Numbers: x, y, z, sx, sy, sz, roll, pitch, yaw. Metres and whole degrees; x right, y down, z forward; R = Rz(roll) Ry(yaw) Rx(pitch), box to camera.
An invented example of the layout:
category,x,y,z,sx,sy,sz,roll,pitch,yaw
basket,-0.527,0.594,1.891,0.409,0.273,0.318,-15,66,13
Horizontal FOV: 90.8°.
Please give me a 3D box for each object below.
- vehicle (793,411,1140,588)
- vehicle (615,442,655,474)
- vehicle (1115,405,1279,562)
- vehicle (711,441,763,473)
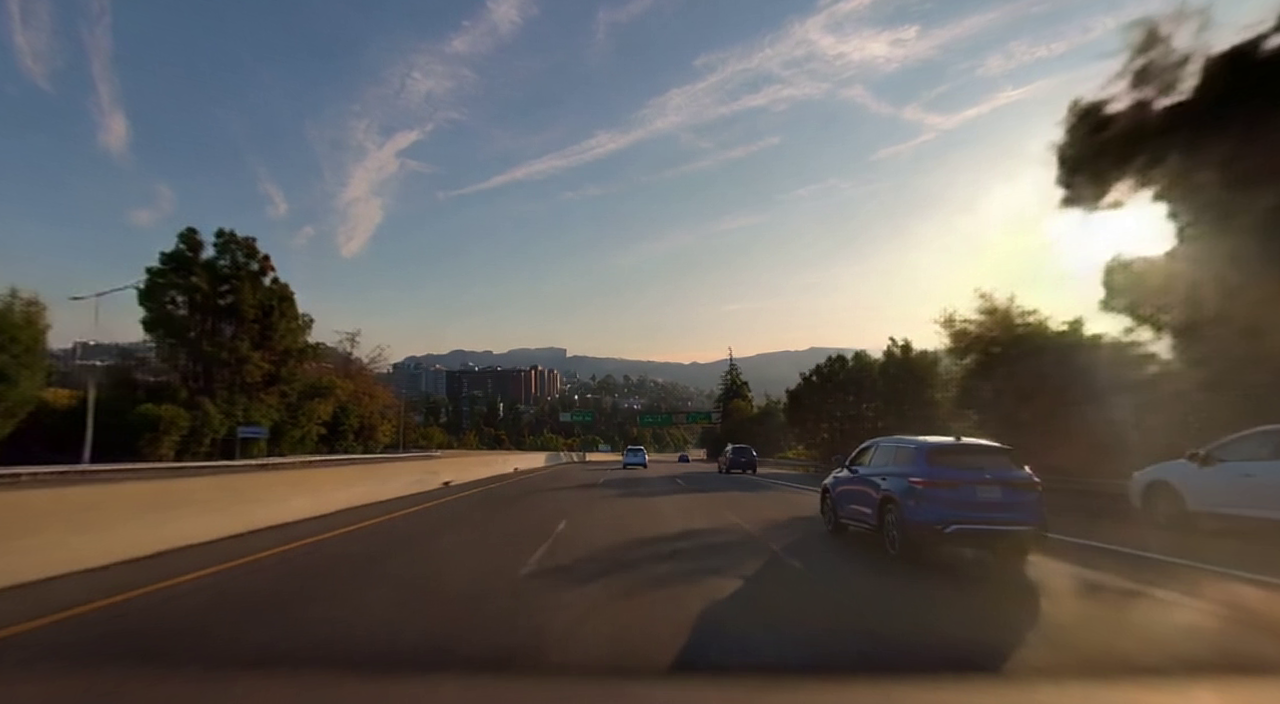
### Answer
category,x,y,z,sx,sy,sz,roll,pitch,yaw
vehicle,3.639,1.712,8.230,2.097,1.659,4.320,0,-8,-2
vehicle,-0.351,6.214,37.479,2.181,1.768,4.383,0,-8,-2
vehicle,8.478,1.531,7.369,1.967,1.816,4.775,0,-8,-3
vehicle,7.108,7.742,46.950,2.526,2.230,6.190,0,-8,-3
